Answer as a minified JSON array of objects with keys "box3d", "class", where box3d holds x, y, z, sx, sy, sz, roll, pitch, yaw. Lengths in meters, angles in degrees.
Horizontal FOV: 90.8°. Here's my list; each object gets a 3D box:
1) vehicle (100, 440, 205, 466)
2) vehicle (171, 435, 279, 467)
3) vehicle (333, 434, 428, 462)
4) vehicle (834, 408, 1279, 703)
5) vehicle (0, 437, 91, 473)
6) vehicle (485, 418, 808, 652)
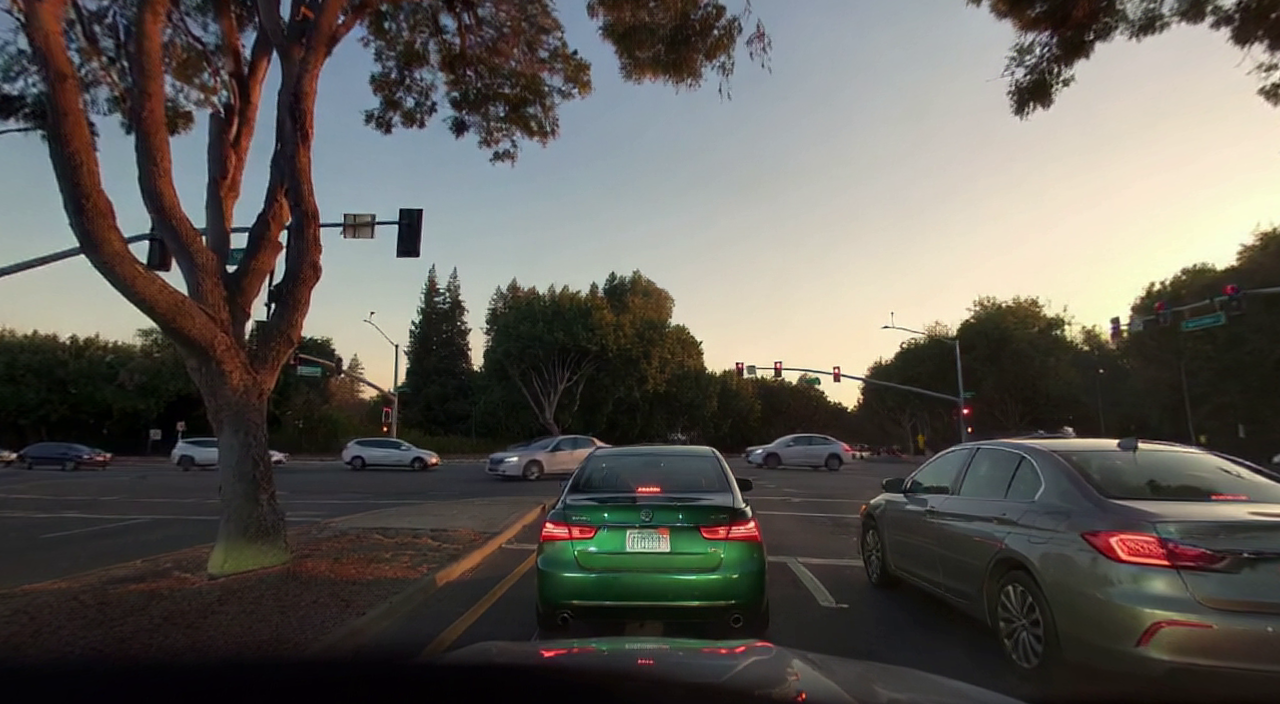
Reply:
[{"box3d":[-28.688,5.959,37.243,4.615,1.463,2.016,-1,-9,5],"class":"vehicle"},{"box3d":[-21.810,5.227,33.331,4.416,1.597,1.887,-1,-9,4],"class":"vehicle"},{"box3d":[-15.287,5.656,37.405,4.754,1.583,1.954,1,-9,-7],"class":"vehicle"},{"box3d":[3.106,1.301,4.842,1.861,1.479,4.371,0,-9,0],"class":"vehicle"},{"box3d":[-29.782,4.988,30.734,4.517,1.637,1.935,-1,-9,7],"class":"vehicle"},{"box3d":[0.036,1.471,6.143,2.026,1.458,4.175,0,-9,0],"class":"vehicle"}]
